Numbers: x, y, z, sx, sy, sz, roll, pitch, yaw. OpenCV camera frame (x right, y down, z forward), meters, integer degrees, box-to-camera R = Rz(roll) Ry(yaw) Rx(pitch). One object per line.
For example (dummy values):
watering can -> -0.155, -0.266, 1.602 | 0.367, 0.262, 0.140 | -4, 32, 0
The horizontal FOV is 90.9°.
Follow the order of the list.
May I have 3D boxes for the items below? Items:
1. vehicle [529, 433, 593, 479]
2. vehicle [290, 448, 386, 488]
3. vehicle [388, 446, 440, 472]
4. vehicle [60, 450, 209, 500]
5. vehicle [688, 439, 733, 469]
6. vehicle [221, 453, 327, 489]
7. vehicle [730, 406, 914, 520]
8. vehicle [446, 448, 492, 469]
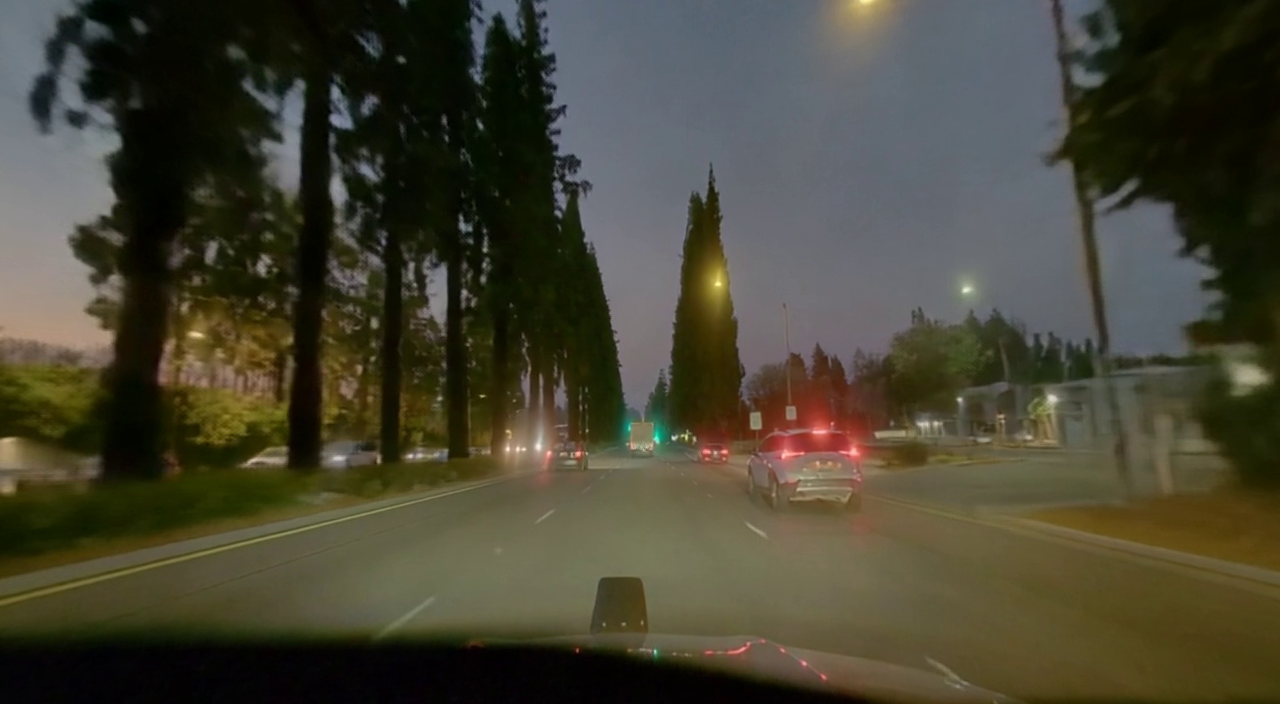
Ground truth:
vehicle -> -3.535, 4.803, 29.262 | 2.255, 1.940, 4.822 | 0, -9, 1
vehicle -> -13.328, 5.113, 28.257 | 1.989, 1.584, 5.018 | 0, -9, -2
vehicle -> -16.847, 7.966, 47.258 | 1.965, 1.780, 5.122 | -1, -9, 1
vehicle -> -21.368, 5.161, 27.003 | 2.077, 1.863, 5.073 | 0, -9, 1
vehicle -> 4.267, 6.274, 38.893 | 2.280, 1.757, 4.572 | 0, -9, 1
vehicle -> -17.314, 5.631, 30.139 | 2.105, 1.507, 4.927 | 0, -9, 0
vehicle -> 3.651, 2.422, 14.224 | 2.381, 2.008, 5.971 | 0, -9, 0
vehicle -> -13.430, 8.378, 49.801 | 2.142, 1.528, 4.804 | 0, -9, 2
